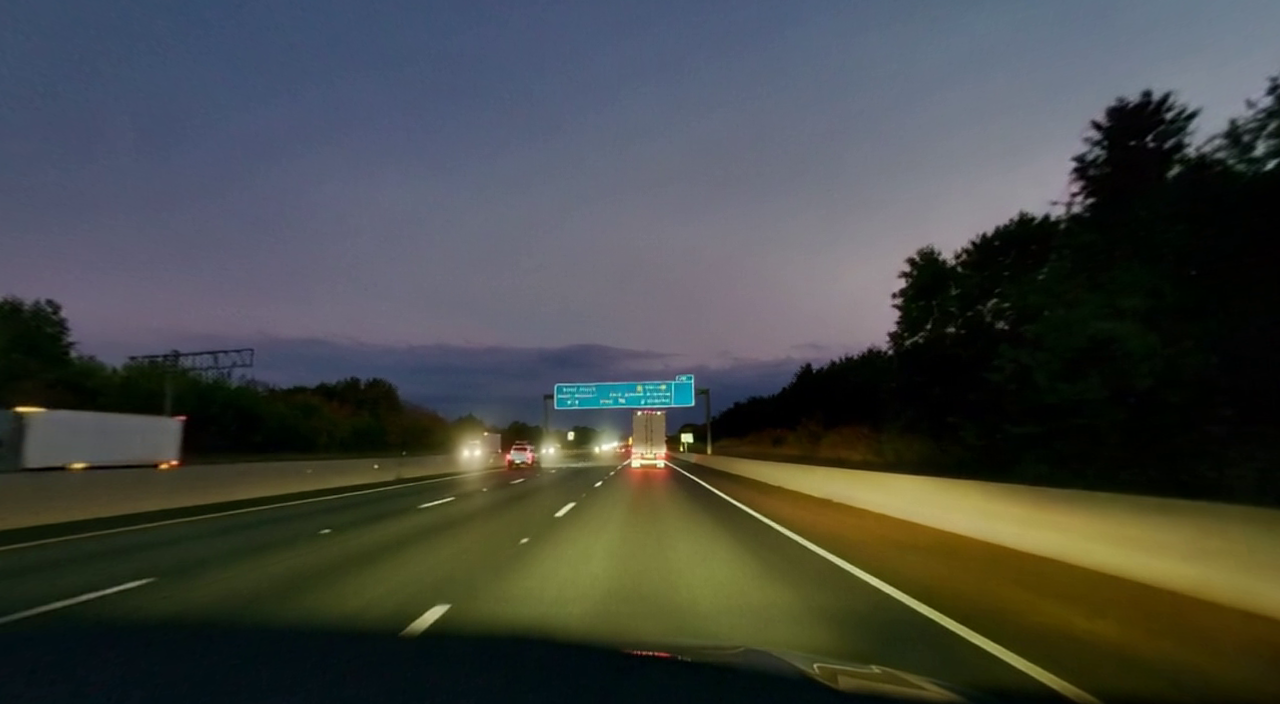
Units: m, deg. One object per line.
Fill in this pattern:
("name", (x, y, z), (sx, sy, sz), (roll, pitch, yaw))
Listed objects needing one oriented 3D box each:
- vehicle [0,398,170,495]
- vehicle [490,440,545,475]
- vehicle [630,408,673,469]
("vehicle", (-23.864, 3.817, 25.238), (2.944, 3.338, 9.147), (0, -9, 0))
("vehicle", (-6.643, 5.785, 34.733), (2.119, 1.754, 4.404), (0, -9, 1))
("vehicle", (0.776, 6.921, 49.399), (2.901, 4.032, 14.338), (0, -9, 0))
